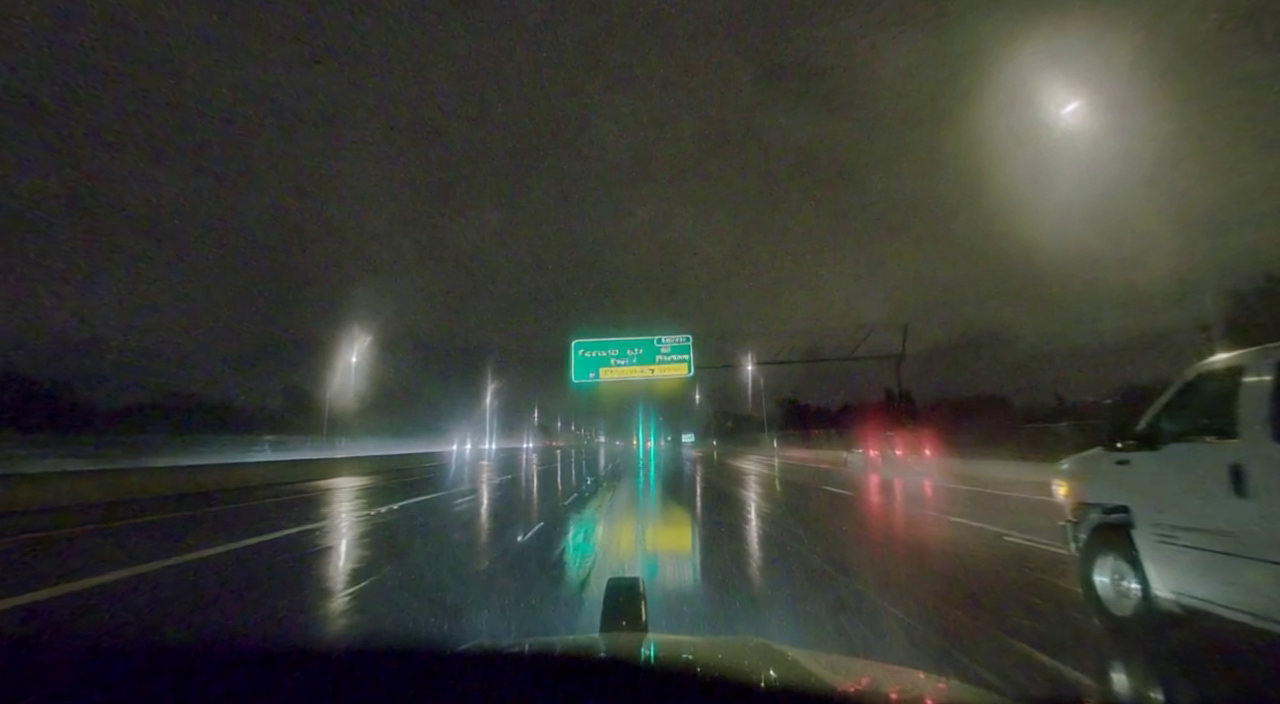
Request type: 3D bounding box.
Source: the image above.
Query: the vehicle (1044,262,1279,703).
[{"bbox_3d":[3.811,0.371,0.897,2.462,1.954,6.111,0,-8,1],"label":"vehicle"}]
